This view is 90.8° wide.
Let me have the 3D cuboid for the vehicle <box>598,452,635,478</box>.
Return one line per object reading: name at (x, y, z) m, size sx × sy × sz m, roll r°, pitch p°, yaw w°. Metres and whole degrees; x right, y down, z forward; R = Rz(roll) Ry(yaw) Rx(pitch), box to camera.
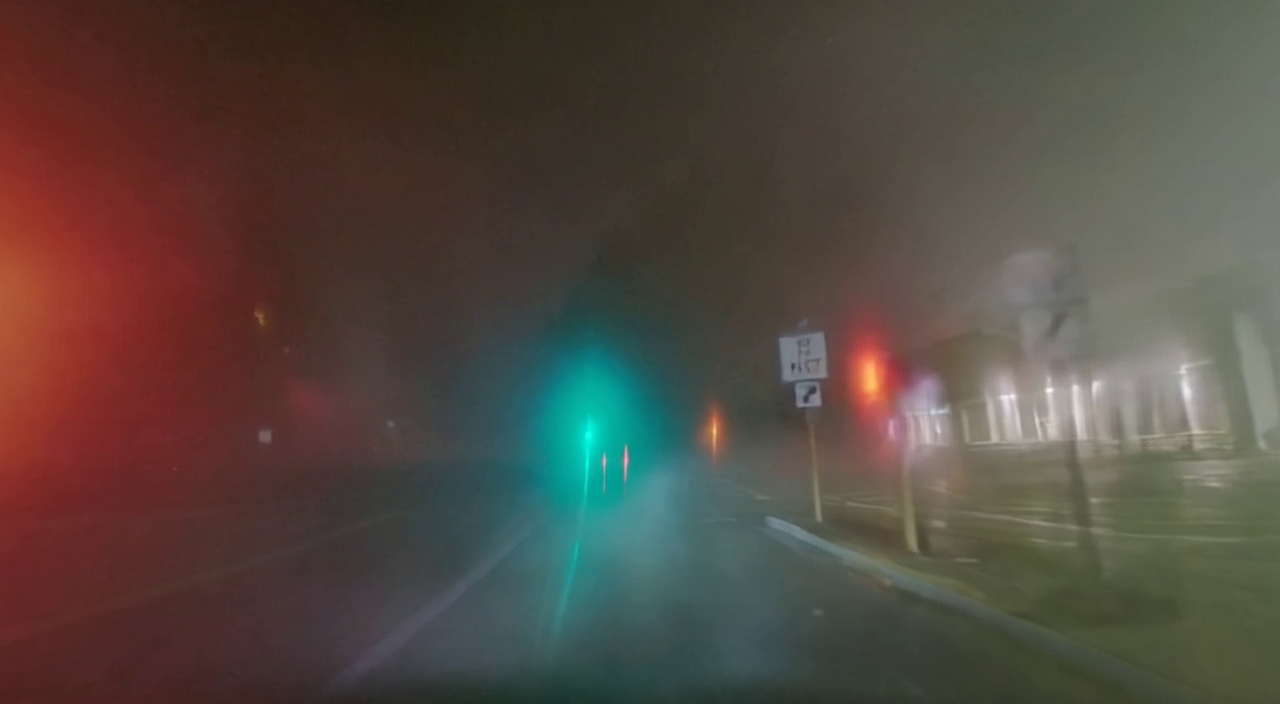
vehicle at (-1.408, 6.918, 38.811) m, size 2.131 × 1.474 × 4.146 m, roll 0°, pitch -9°, yaw -2°
